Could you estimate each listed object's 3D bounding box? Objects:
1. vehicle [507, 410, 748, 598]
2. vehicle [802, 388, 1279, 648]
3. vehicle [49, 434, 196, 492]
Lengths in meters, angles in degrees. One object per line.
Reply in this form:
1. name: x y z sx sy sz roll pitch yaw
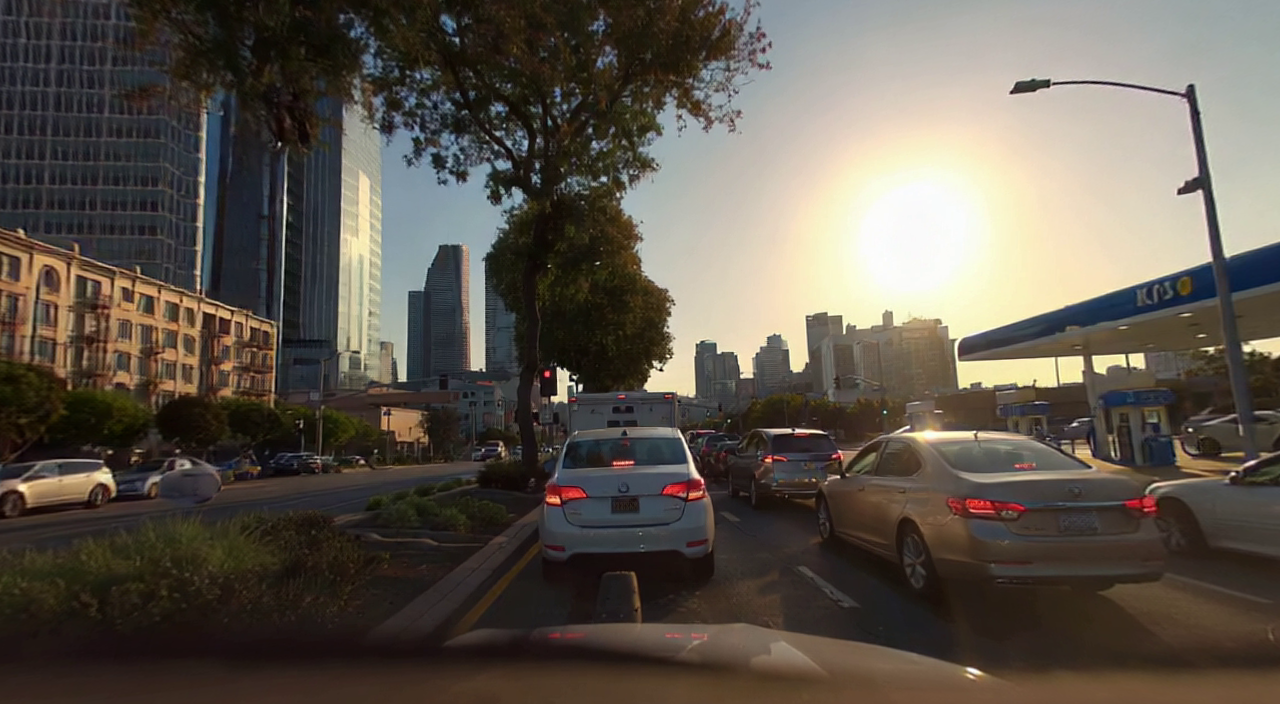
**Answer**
1. vehicle: -0.147 1.611 7.462 2.106 1.613 3.697 0 -9 -1
2. vehicle: 3.365 1.419 6.471 2.056 1.700 4.399 0 -9 -3
3. vehicle: -26.940 5.768 33.300 2.571 2.711 6.027 0 -9 0
